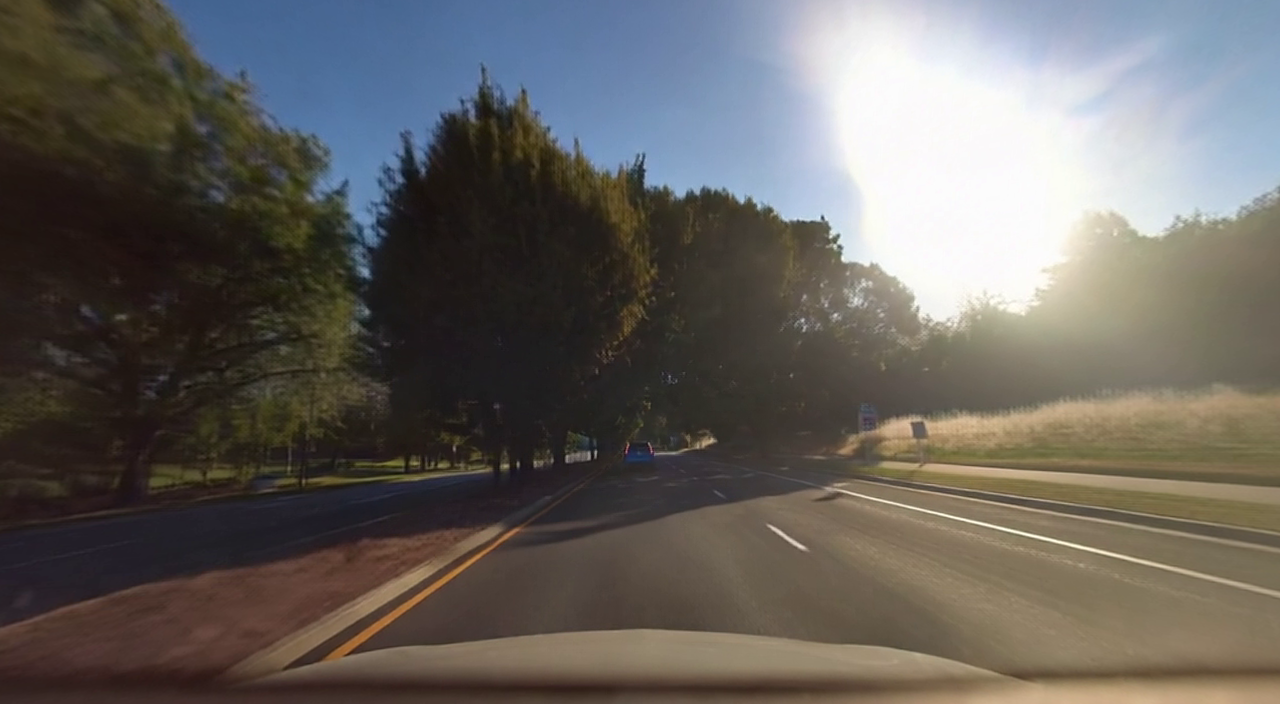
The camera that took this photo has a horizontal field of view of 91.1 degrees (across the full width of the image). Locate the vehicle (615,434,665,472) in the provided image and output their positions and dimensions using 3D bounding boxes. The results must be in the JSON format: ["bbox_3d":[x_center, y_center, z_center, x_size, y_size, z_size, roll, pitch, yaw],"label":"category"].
[{"bbox_3d":[-0.005,4.951,31.024,2.256,1.734,4.176,0,-8,0],"label":"vehicle"}]
